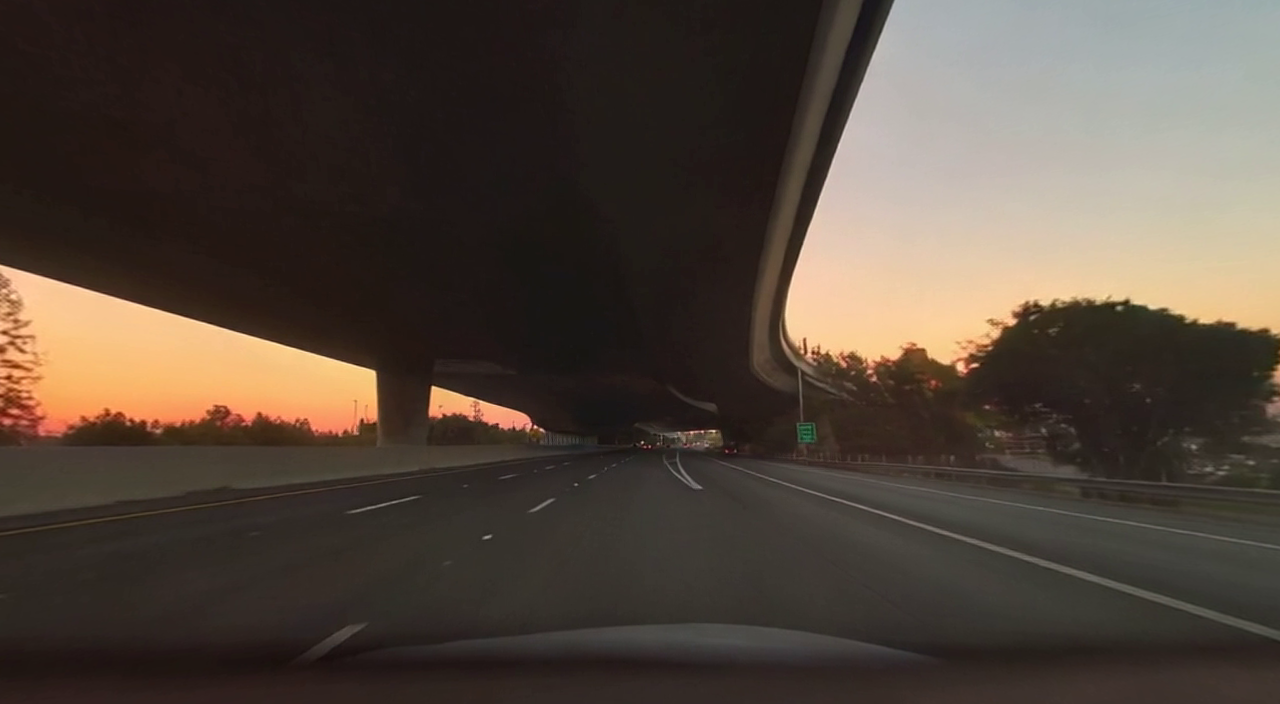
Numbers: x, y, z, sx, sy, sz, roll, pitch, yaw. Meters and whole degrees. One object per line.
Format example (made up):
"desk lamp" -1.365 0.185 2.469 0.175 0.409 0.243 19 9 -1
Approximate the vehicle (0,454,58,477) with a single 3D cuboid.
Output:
"vehicle" -47.121 8.536 47.627 1.857 1.578 4.591 0 -9 -1
